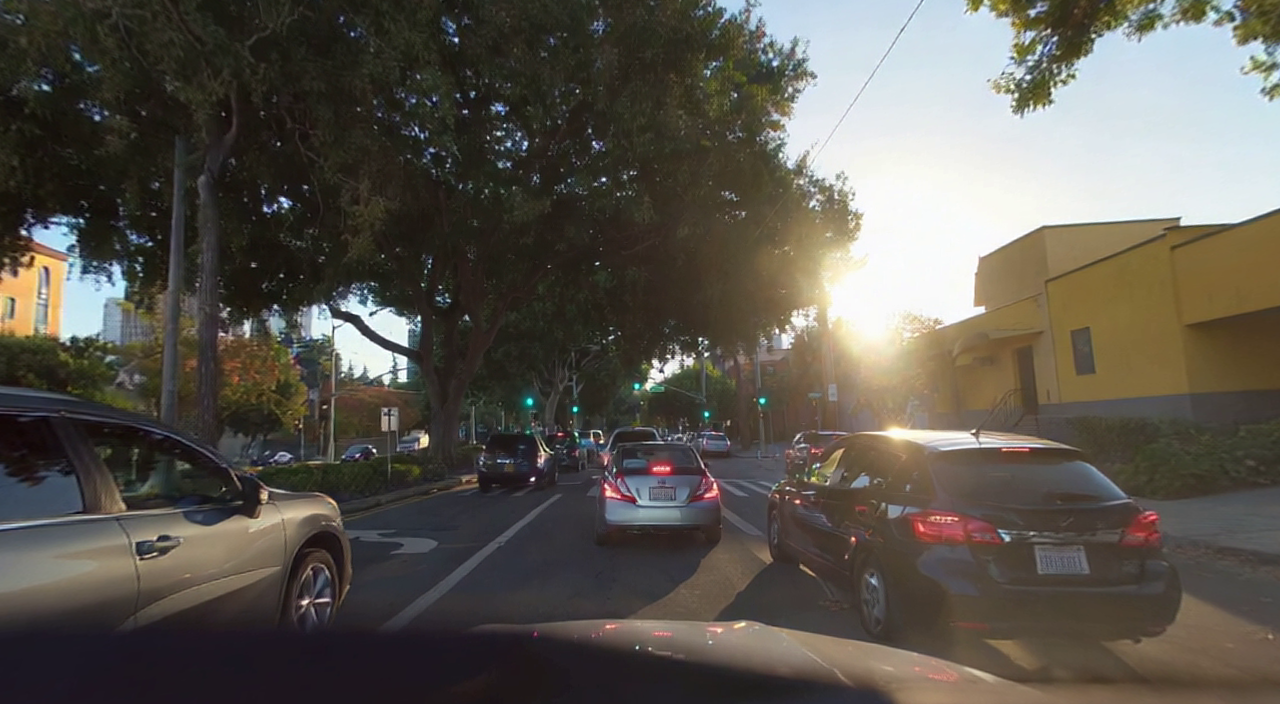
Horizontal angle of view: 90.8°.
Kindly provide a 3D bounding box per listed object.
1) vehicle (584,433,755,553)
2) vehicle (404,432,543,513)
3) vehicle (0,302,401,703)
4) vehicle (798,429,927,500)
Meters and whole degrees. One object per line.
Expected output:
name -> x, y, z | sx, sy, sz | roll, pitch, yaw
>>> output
vehicle -> 0.273, 2.017, 9.722 | 2.095, 1.438, 3.843 | 0, -9, -3
vehicle -> -3.511, 2.627, 14.297 | 1.901, 1.522, 4.556 | 0, -9, 0
vehicle -> -3.269, 0.930, 3.394 | 2.152, 1.802, 4.628 | 0, -9, 0
vehicle -> 6.339, 3.253, 18.684 | 2.025, 1.808, 4.579 | 0, -9, -2
